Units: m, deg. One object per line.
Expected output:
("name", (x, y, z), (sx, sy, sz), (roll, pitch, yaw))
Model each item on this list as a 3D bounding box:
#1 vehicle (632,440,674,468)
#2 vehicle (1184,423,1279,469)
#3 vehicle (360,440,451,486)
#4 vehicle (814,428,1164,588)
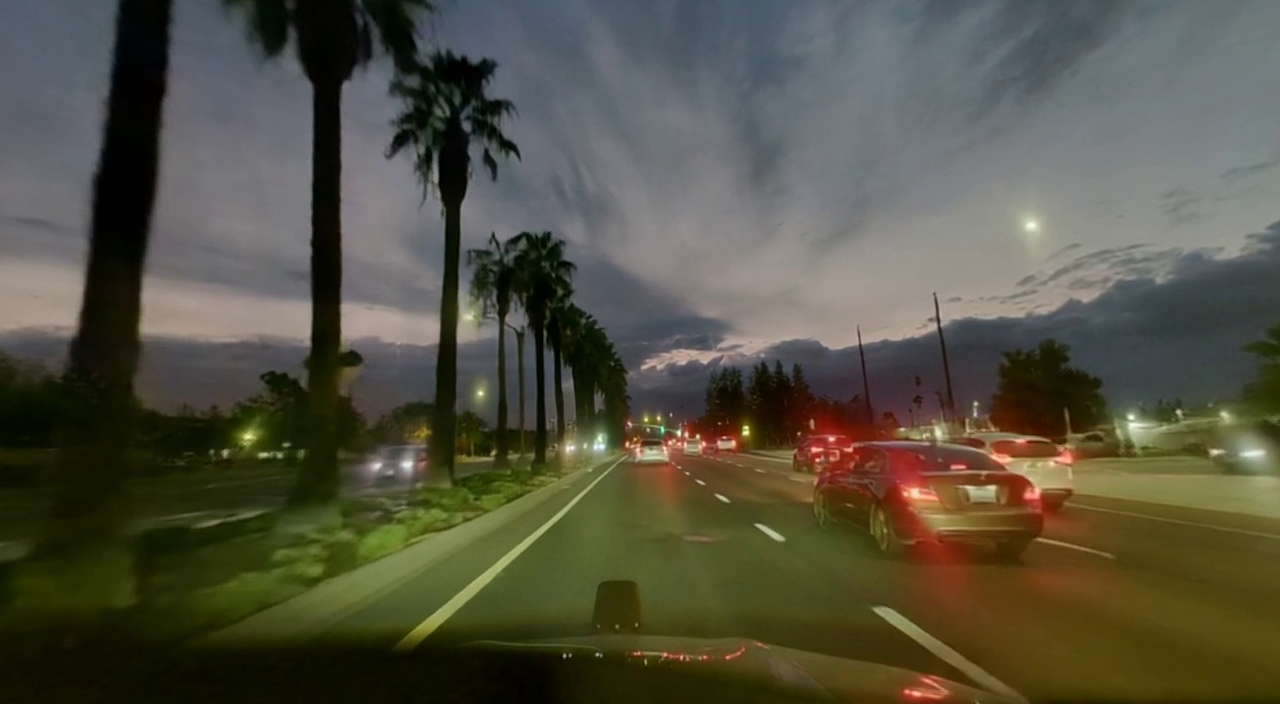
("vehicle", (0.644, 5.545, 34.540), (2.031, 1.444, 4.361), (0, -8, -2))
("vehicle", (27.140, 4.096, 27.562), (2.218, 1.864, 4.957), (0, -8, -2))
("vehicle", (-10.383, 4.934, 28.464), (2.238, 1.766, 4.710), (-3, -8, 1))
("vehicle", (3.846, 1.770, 8.107), (1.875, 1.452, 4.453), (0, -8, -1))
